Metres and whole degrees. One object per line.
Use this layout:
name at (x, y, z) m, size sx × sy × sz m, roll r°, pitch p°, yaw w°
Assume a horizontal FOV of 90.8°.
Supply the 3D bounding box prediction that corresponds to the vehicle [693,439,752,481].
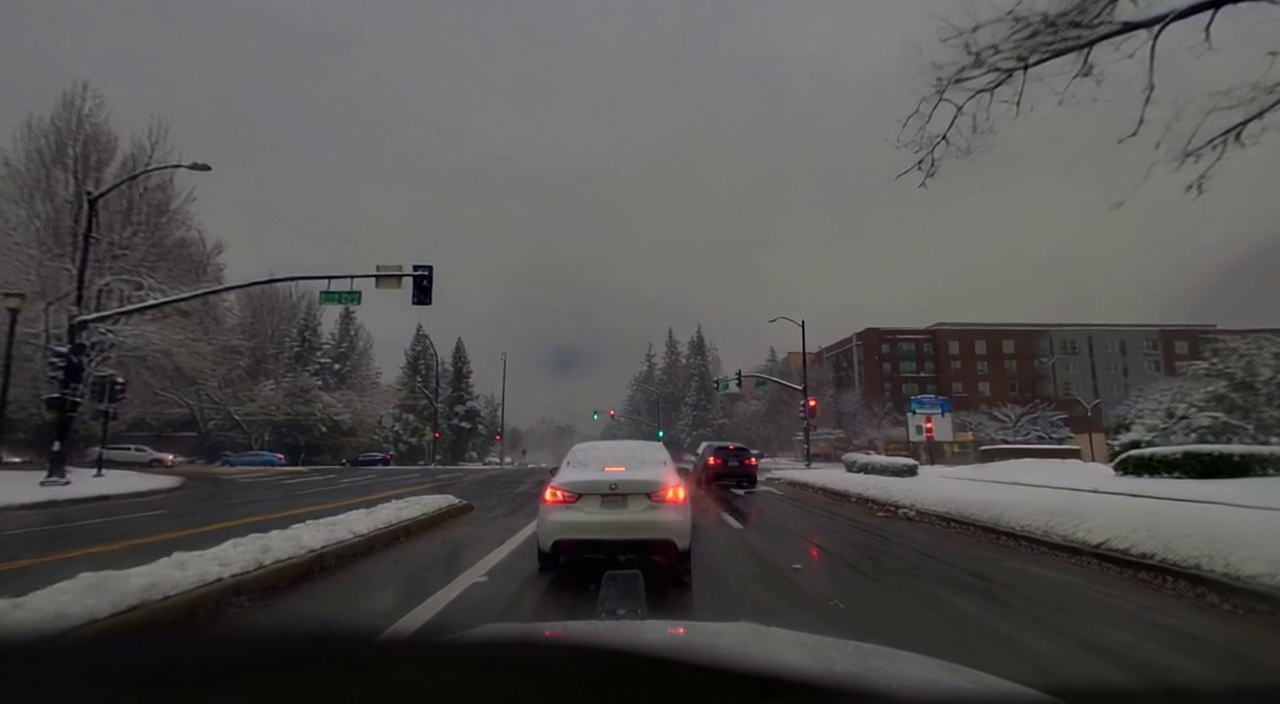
vehicle at (3.864, 5.162, 30.493) m, size 2.092 × 1.851 × 4.913 m, roll 0°, pitch -9°, yaw -1°

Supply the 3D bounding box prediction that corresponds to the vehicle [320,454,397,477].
vehicle at (-19.385, 7.827, 43.753) m, size 4.548 × 1.449 × 1.802 m, roll 2°, pitch -9°, yaw -13°

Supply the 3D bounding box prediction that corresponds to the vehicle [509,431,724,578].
vehicle at (-0.227, 1.872, 8.603) m, size 2.173 × 1.479 × 4.264 m, roll 0°, pitch -9°, yaw 0°

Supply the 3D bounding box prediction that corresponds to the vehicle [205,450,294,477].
vehicle at (-25.996, 7.403, 42.225) m, size 4.575 × 1.718 × 2.008 m, roll 2°, pitch -9°, yaw -12°

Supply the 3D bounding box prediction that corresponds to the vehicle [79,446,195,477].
vehicle at (-29.822, 6.487, 37.601) m, size 4.877 × 1.754 × 1.978 m, roll 2°, pitch -9°, yaw -11°
